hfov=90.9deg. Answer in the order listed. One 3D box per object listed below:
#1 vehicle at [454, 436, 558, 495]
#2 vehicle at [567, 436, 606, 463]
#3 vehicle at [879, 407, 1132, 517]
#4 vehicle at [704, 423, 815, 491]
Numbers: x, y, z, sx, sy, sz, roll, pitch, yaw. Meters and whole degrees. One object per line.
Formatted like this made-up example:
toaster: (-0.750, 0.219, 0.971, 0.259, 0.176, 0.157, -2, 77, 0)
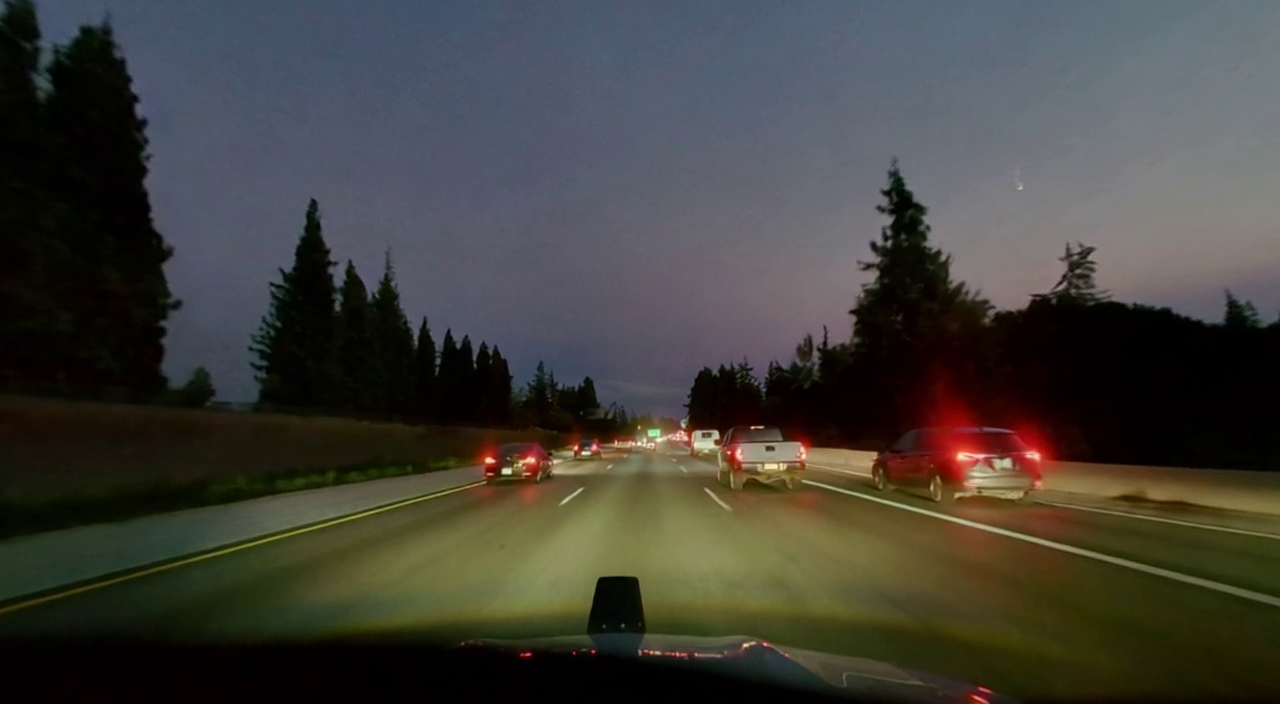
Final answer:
vehicle: (-3.673, 3.193, 18.095, 1.978, 1.473, 4.073, 0, -9, 1)
vehicle: (-3.345, 6.208, 40.216, 2.020, 1.628, 4.248, 0, -9, 1)
vehicle: (7.659, 2.401, 14.231, 2.291, 1.968, 5.662, 0, -9, 0)
vehicle: (3.727, 3.435, 20.979, 2.517, 1.935, 5.552, 0, -9, -1)
